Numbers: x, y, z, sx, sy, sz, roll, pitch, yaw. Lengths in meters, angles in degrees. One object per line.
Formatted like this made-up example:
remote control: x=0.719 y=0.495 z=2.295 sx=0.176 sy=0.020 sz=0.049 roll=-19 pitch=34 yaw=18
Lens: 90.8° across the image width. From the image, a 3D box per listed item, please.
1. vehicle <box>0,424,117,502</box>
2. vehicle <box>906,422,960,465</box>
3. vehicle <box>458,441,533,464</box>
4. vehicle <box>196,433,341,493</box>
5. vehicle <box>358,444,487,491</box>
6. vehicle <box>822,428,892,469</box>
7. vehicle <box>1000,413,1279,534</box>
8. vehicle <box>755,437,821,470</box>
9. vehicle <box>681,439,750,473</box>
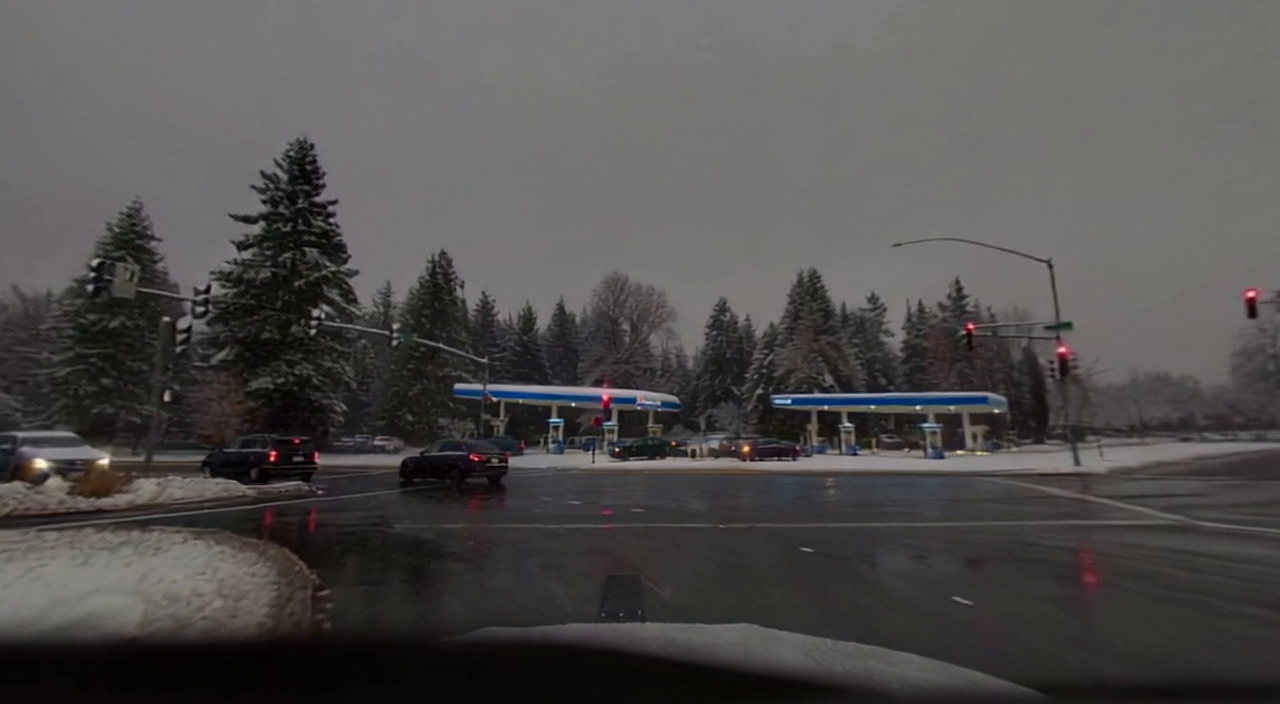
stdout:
vehicle: x=-17.234 y=3.107 z=17.717 sx=4.658 sy=1.911 sz=2.162 roll=-6 pitch=-10 yaw=27
vehicle: x=16.862 y=5.239 z=36.238 sx=2.486 sy=2.240 sz=5.933 roll=-4 pitch=-9 yaw=26
vehicle: x=-10.671 y=7.431 z=46.899 sx=5.020 sy=1.660 sz=1.819 roll=6 pitch=-10 yaw=-34
vehicle: x=-12.224 y=3.578 z=20.728 sx=4.616 sy=1.733 sz=2.351 roll=-6 pitch=-11 yaw=36
vehicle: x=-7.591 y=3.938 z=21.911 sx=4.581 sy=1.460 sz=1.965 roll=-6 pitch=-11 yaw=37
vehicle: x=11.123 y=4.878 z=32.067 sx=2.517 sy=1.875 sz=5.774 roll=-4 pitch=-9 yaw=26
vehicle: x=8.577 y=1.998 z=10.961 sx=2.126 sy=1.626 sz=4.585 roll=0 pitch=-8 yaw=3
vehicle: x=7.749 y=5.242 z=32.740 sx=2.210 sy=1.542 sz=4.501 roll=-7 pitch=-11 yaw=26
vehicle: x=4.144 y=5.565 z=33.896 sx=2.210 sy=1.565 sz=4.588 roll=-7 pitch=-11 yaw=25
